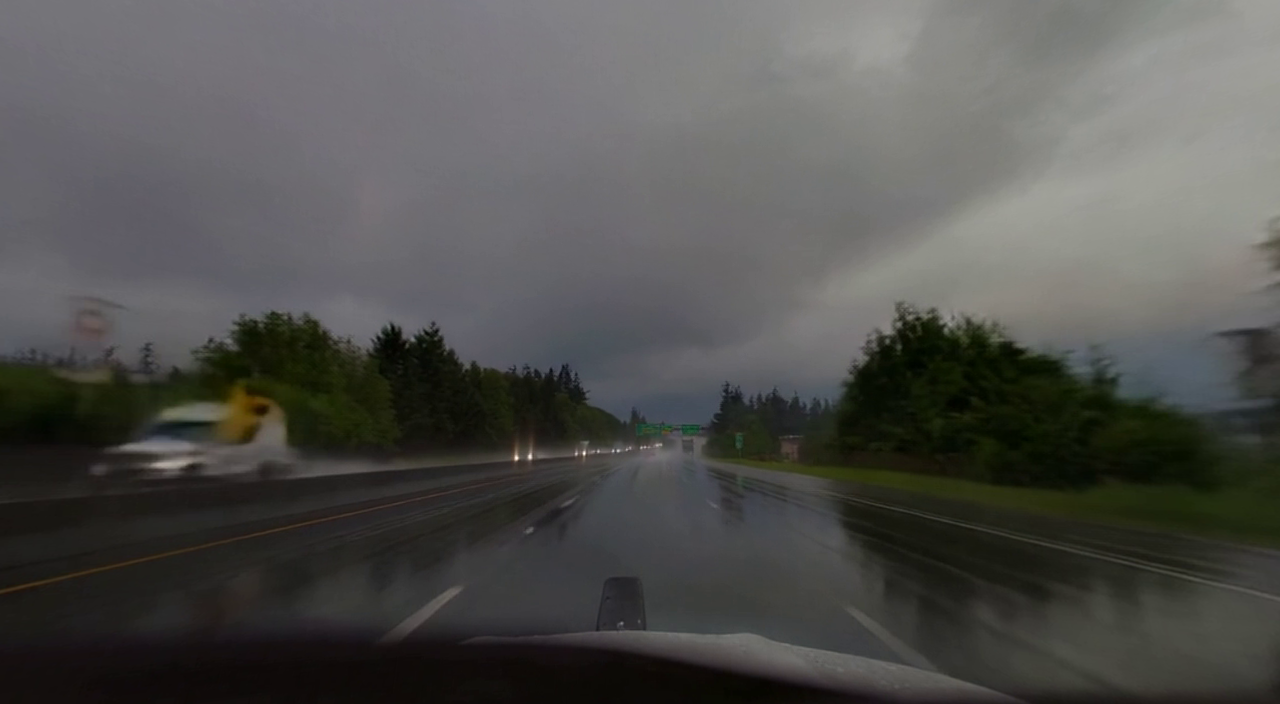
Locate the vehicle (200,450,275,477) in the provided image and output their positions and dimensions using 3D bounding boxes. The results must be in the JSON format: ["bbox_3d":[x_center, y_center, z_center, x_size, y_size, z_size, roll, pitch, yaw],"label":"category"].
[{"bbox_3d":[-25.726,7.134,40.461,1.909,1.600,4.553,0,-9,-2],"label":"vehicle"}]
